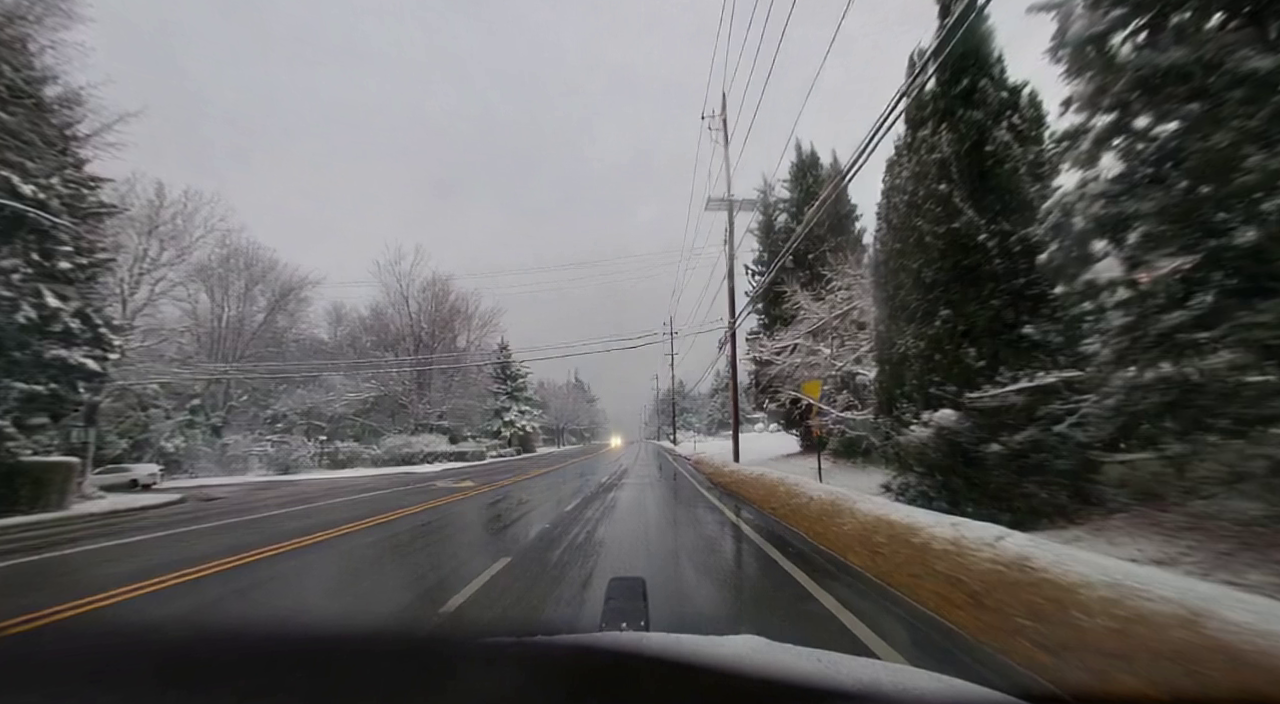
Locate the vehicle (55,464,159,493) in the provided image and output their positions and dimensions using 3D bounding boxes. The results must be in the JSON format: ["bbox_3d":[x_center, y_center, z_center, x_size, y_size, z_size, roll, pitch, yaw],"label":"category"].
[{"bbox_3d":[-29.703,7.037,35.209,4.175,1.462,1.822,-1,-8,2],"label":"vehicle"}]
